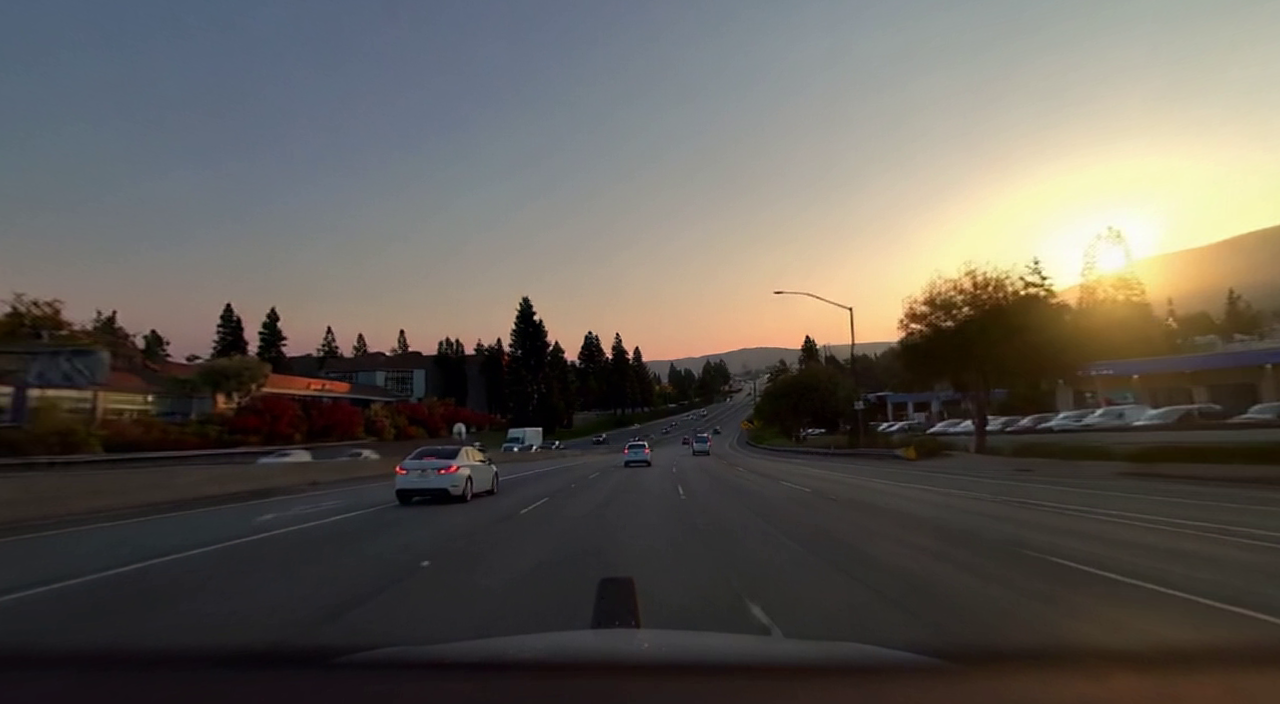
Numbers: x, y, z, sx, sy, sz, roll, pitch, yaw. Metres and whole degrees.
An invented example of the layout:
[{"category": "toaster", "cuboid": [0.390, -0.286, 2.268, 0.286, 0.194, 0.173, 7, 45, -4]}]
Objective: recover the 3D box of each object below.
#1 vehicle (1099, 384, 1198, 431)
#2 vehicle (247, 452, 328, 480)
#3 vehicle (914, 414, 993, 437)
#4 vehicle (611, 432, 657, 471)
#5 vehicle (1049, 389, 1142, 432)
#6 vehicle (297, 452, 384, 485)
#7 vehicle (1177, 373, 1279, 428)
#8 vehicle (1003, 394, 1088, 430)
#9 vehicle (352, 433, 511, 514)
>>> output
[{"category": "vehicle", "cuboid": [21.123, 2.364, 26.213, 4.392, 1.717, 2.017, 6, -11, -37]}, {"category": "vehicle", "cuboid": [-21.100, 6.801, 38.035, 1.963, 1.502, 4.795, -1, -9, 2]}, {"category": "vehicle", "cuboid": [21.804, 5.175, 44.055, 4.487, 1.477, 1.804, -1, -9, 7]}, {"category": "vehicle", "cuboid": [-0.225, 5.216, 33.281, 2.155, 1.856, 4.796, -1, -9, 3]}, {"category": "vehicle", "cuboid": [21.215, 2.786, 29.391, 4.166, 1.829, 2.026, 5, -9, -33]}, {"category": "vehicle", "cuboid": [-14.381, 5.596, 30.613, 1.879, 1.407, 4.491, -1, -9, 2]}, {"category": "vehicle", "cuboid": [21.096, 1.821, 22.473, 4.234, 1.657, 2.021, 6, -11, -38]}, {"category": "vehicle", "cuboid": [20.343, 3.066, 31.682, 4.097, 1.641, 2.017, 5, -10, -34]}, {"category": "vehicle", "cuboid": [-4.337, 2.596, 14.028, 1.907, 1.483, 4.562, -1, -8, 1]}]
